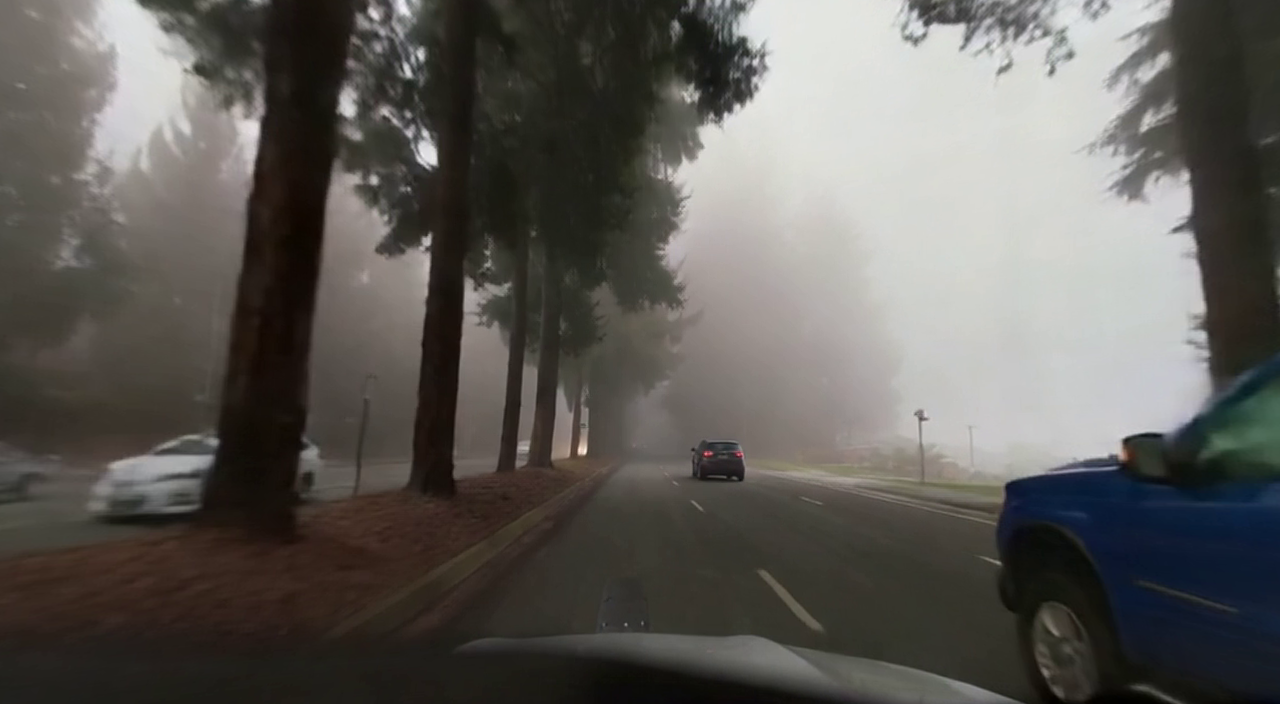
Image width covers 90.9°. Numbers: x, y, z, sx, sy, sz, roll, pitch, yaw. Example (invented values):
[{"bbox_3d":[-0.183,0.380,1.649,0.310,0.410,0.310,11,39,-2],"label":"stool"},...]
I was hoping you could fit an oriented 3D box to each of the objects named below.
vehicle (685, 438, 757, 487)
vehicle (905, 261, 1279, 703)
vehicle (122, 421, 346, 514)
[{"bbox_3d":[3.012,4.209,24.392,2.108,1.712,4.616,0,-8,-1],"label":"vehicle"},{"bbox_3d":[3.144,0.660,1.481,2.553,1.942,5.679,0,-8,0],"label":"vehicle"},{"bbox_3d":[-8.582,2.480,13.936,2.070,1.703,4.301,0,-8,0],"label":"vehicle"}]
